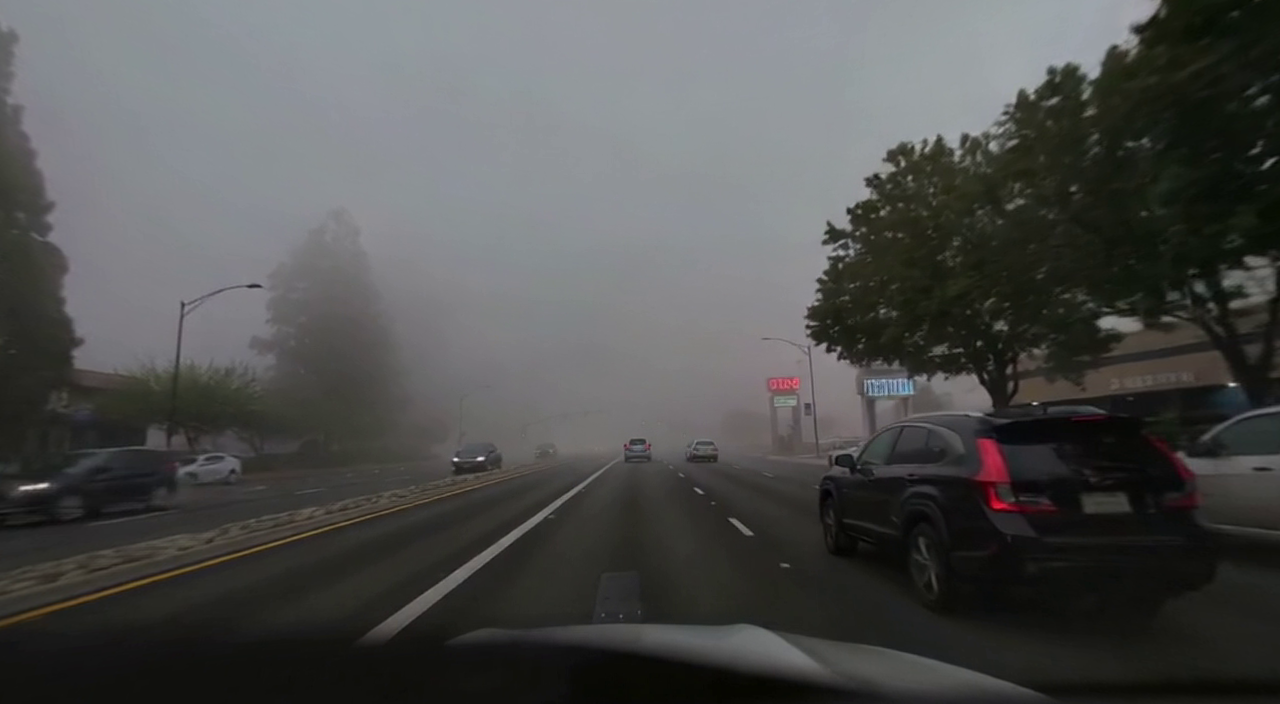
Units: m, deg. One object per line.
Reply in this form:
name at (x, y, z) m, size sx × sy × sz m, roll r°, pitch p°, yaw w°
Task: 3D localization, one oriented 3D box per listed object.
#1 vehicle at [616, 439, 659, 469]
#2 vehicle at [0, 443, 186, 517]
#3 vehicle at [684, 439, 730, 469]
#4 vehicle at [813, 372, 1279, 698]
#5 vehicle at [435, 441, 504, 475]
vehicle at (-0.114, 5.328, 33.228) m, size 2.135 × 1.468 × 4.076 m, roll 0°, pitch -8°, yaw 0°
vehicle at (-14.660, 3.254, 16.634) m, size 1.963 × 1.627 × 4.602 m, roll -1°, pitch -8°, yaw 0°
vehicle at (3.448, 5.307, 33.116) m, size 1.889 × 1.473 × 4.303 m, roll 0°, pitch -8°, yaw -1°
vehicle at (3.148, 1.235, 5.440) m, size 2.022 × 1.643 × 4.326 m, roll 0°, pitch -8°, yaw -1°
vehicle at (-8.214, 5.148, 30.938) m, size 2.062 × 1.499 × 4.528 m, roll 0°, pitch -8°, yaw 1°
